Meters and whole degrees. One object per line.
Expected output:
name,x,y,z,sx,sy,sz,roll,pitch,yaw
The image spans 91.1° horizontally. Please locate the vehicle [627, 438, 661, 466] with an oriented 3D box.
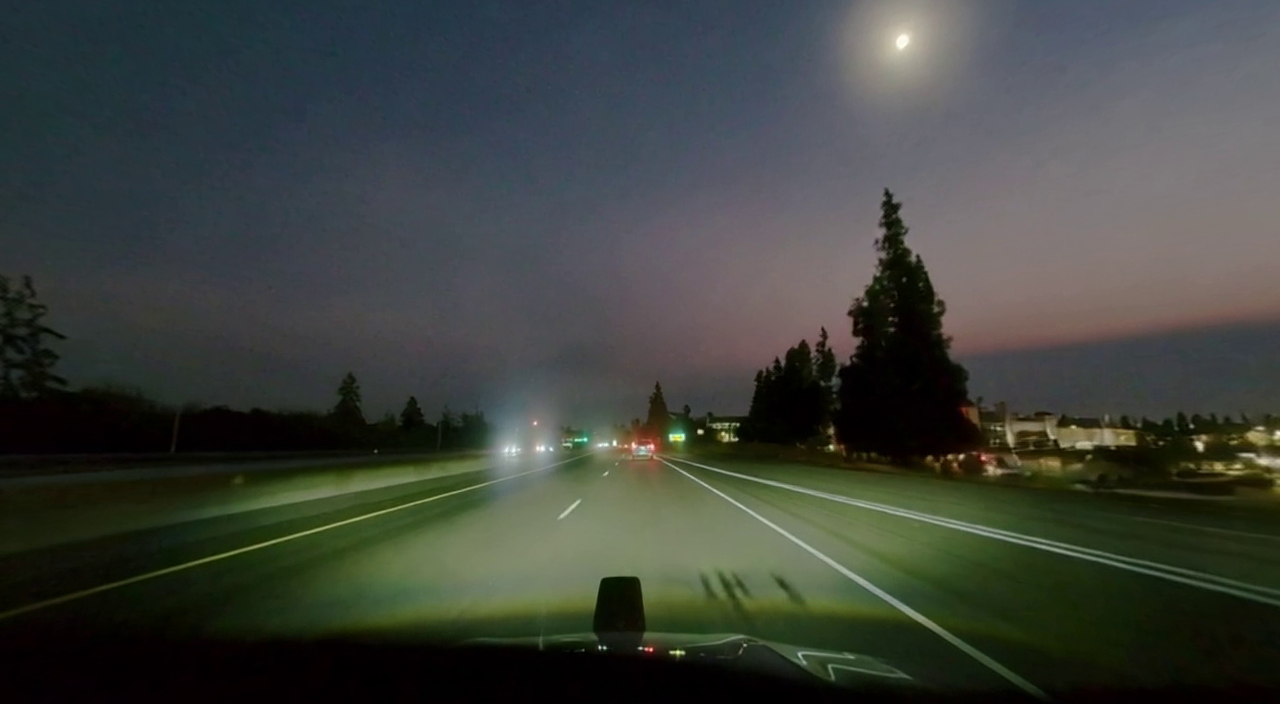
vehicle,0.214,6.396,40.442,2.029,1.666,4.064,0,-8,-2
